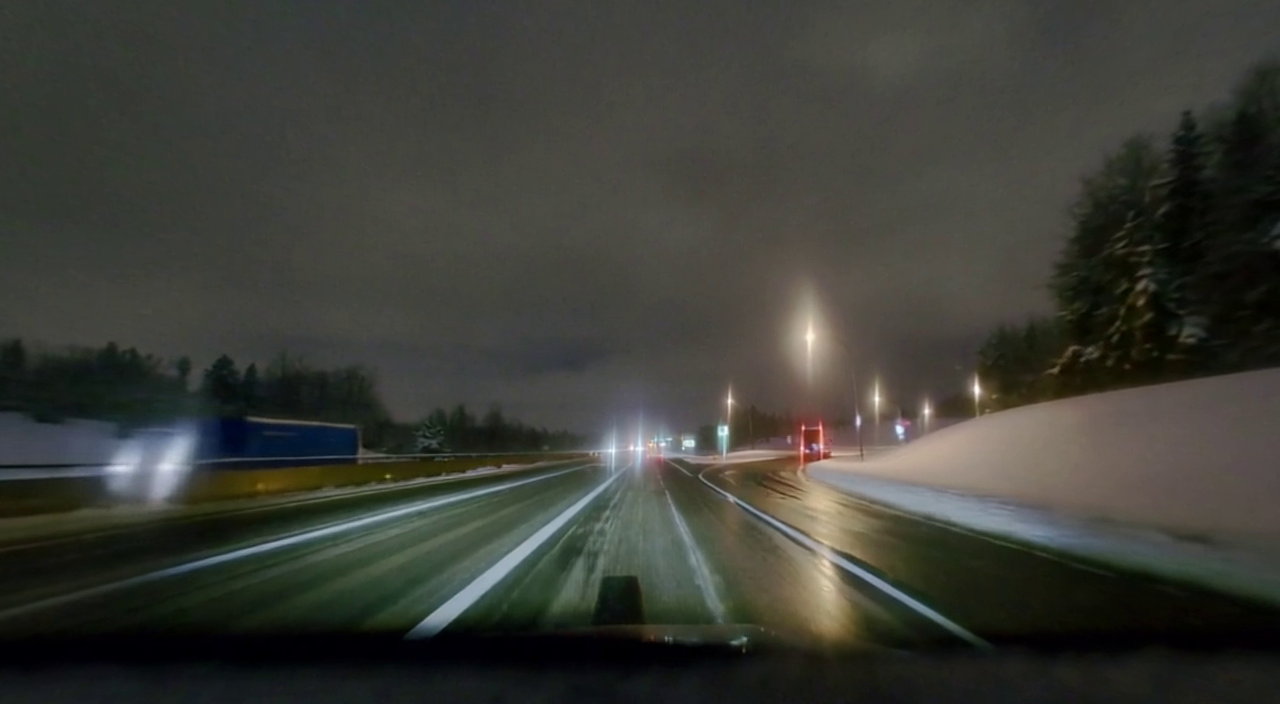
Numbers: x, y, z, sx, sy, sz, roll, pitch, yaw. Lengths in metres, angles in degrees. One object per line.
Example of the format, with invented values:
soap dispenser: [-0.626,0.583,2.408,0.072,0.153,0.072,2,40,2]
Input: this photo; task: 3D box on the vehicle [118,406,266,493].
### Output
vehicle: [-22.787,5.019,32.577,2.994,4.039,5.976,0,-9,1]
